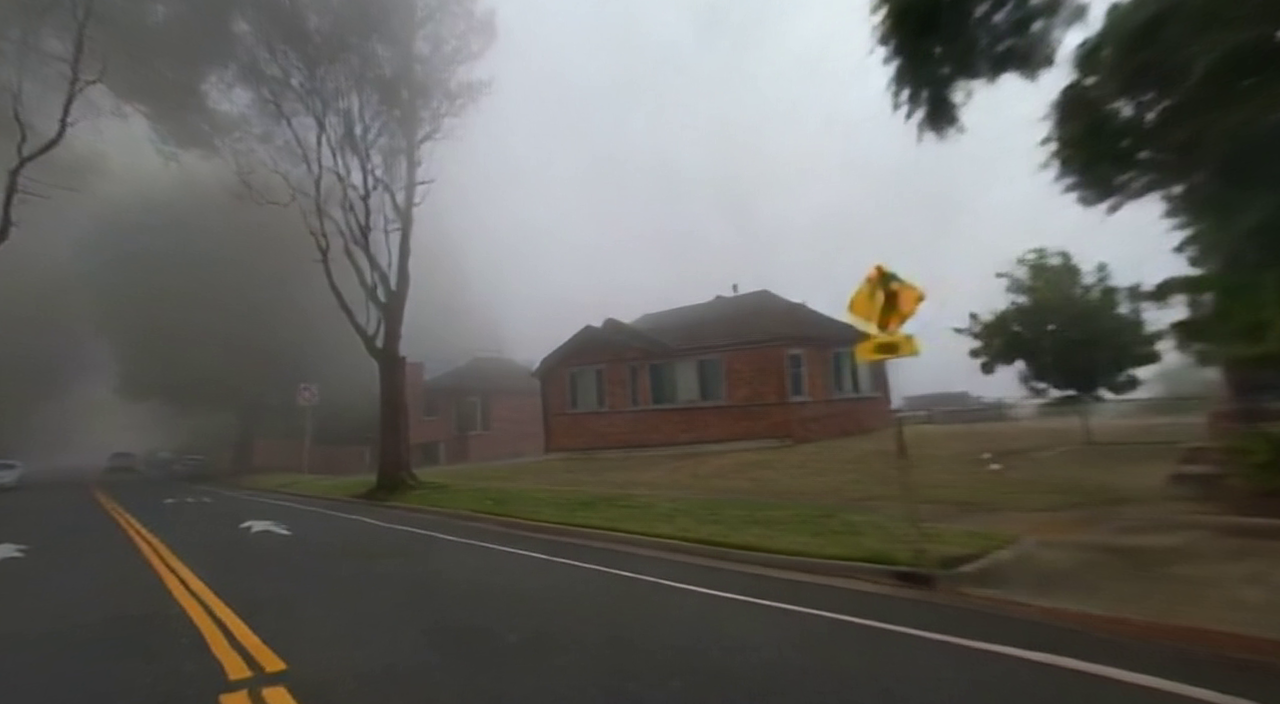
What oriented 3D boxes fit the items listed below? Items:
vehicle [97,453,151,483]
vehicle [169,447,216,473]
[{"bbox_3d":[-28.847,6.436,35.271,2.067,1.476,4.256,6,-10,-41],"label":"vehicle"},{"bbox_3d":[-33.198,7.985,46.813,4.574,1.752,1.937,-8,-11,43],"label":"vehicle"}]
